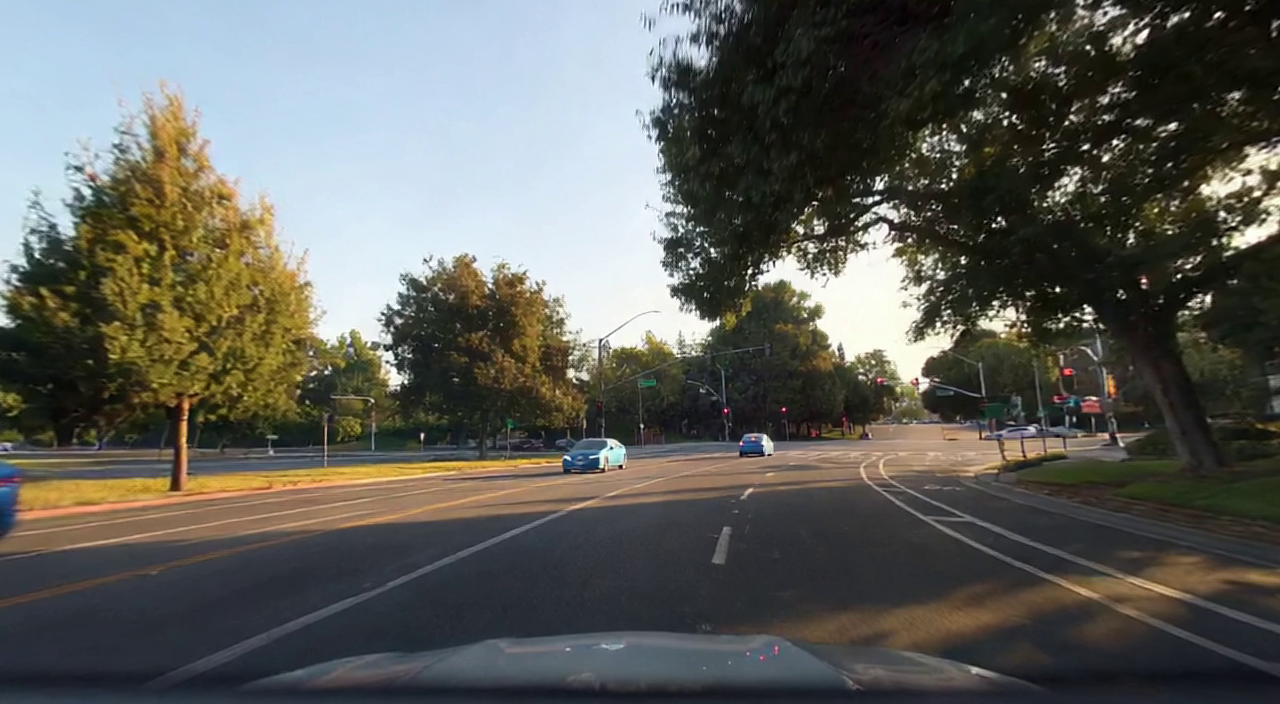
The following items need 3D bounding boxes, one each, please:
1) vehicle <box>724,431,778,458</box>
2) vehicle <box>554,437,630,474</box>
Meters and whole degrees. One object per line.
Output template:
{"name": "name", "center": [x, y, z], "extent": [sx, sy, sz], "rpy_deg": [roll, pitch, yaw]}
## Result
{"name": "vehicle", "center": [6.993, 5.770, 39.424], "extent": [2.055, 1.573, 4.065], "rpy_deg": [-5, -9, 29]}
{"name": "vehicle", "center": [-2.141, 4.811, 29.628], "extent": [1.983, 1.562, 4.652], "rpy_deg": [-3, -9, 17]}
